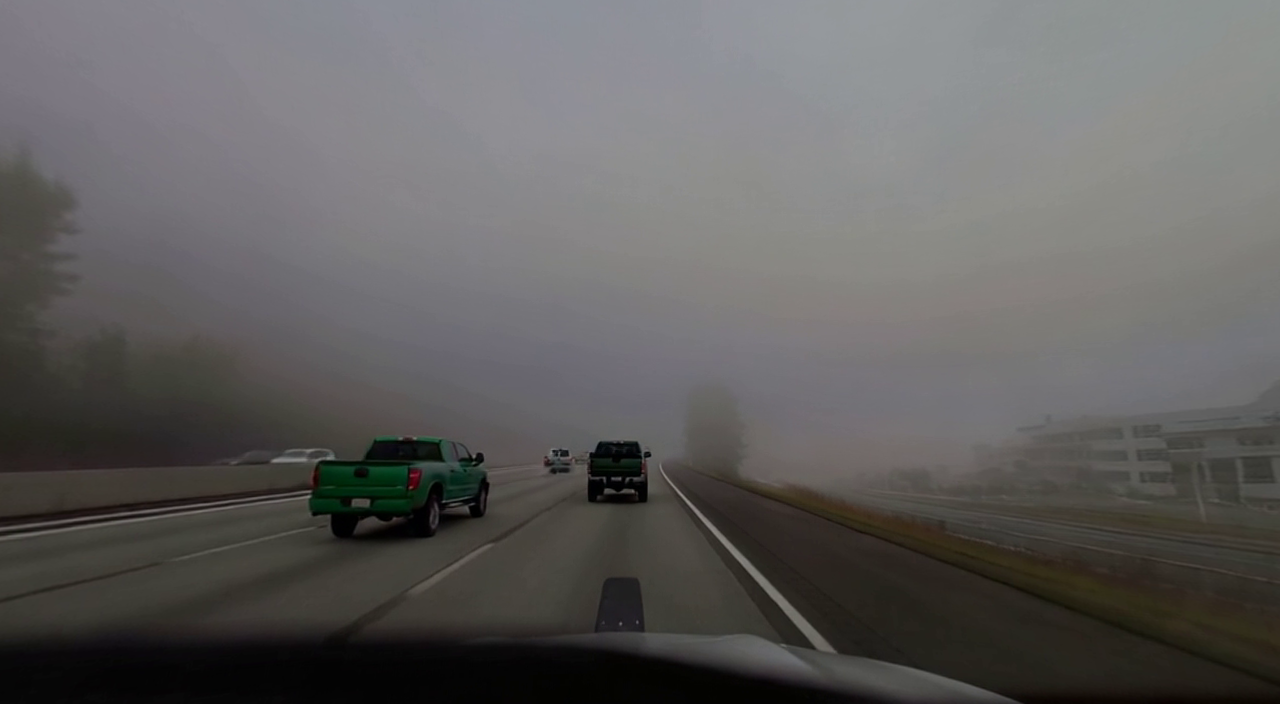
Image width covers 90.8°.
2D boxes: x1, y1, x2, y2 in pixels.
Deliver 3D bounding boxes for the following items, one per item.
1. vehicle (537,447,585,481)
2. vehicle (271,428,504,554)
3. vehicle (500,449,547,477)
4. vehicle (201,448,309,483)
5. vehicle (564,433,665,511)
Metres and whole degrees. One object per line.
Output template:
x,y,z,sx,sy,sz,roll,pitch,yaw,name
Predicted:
-4.349,6.211,35.420,1.991,1.776,4.333,0,-8,1,vehicle
-4.026,2.284,11.294,2.038,1.704,5.181,0,-8,0,vehicle
-7.738,7.384,42.292,2.115,1.705,4.843,0,-8,1,vehicle
-21.509,6.305,35.658,2.341,1.768,5.792,0,-8,1,vehicle
-0.543,3.059,16.606,2.293,1.753,4.380,0,-8,1,vehicle
